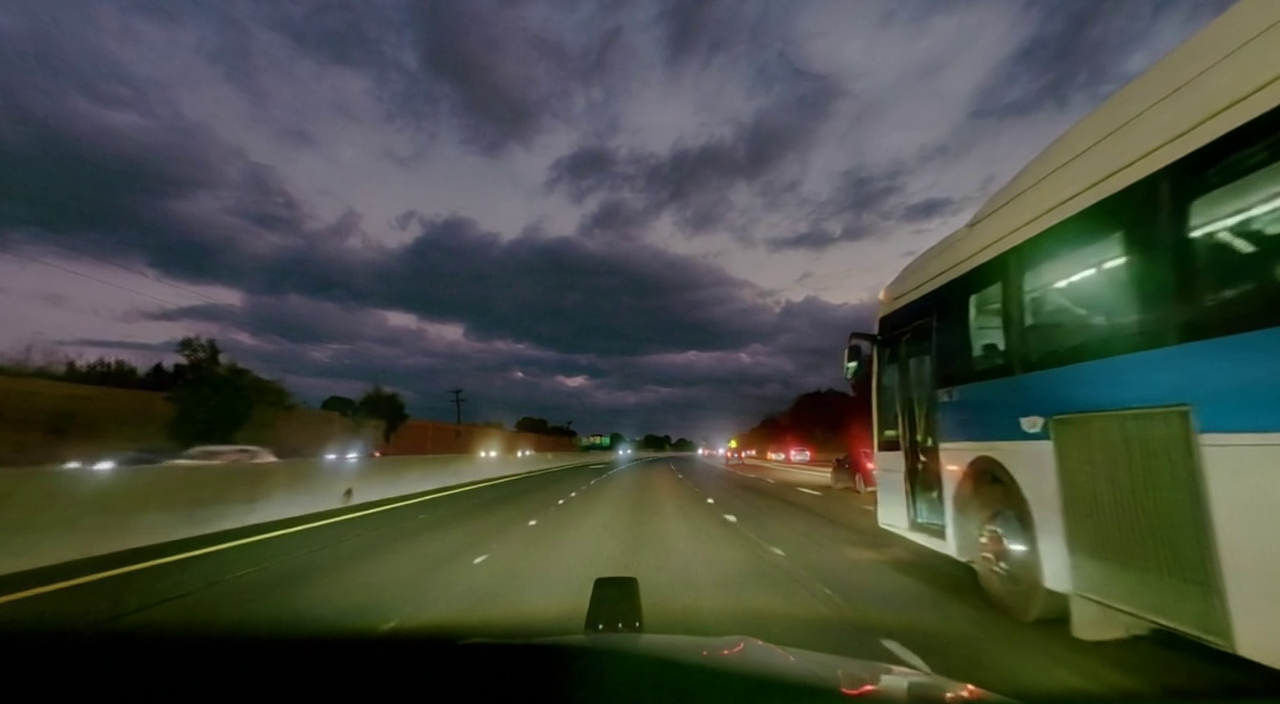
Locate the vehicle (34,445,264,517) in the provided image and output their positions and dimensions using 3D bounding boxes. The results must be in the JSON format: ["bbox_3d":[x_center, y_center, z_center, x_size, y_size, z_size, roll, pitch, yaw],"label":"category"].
[{"bbox_3d":[-11.162,2.921,14.889,1.858,1.437,4.376,0,-9,1],"label":"vehicle"}]

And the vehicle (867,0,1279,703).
[{"bbox_3d":[4.426,-0.340,0.541,3.144,3.580,14.591,0,-9,0],"label":"vehicle"}]

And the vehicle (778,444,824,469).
[{"bbox_3d":[11.568,7.529,45.789,2.151,1.734,4.519,0,-9,1],"label":"vehicle"}]
